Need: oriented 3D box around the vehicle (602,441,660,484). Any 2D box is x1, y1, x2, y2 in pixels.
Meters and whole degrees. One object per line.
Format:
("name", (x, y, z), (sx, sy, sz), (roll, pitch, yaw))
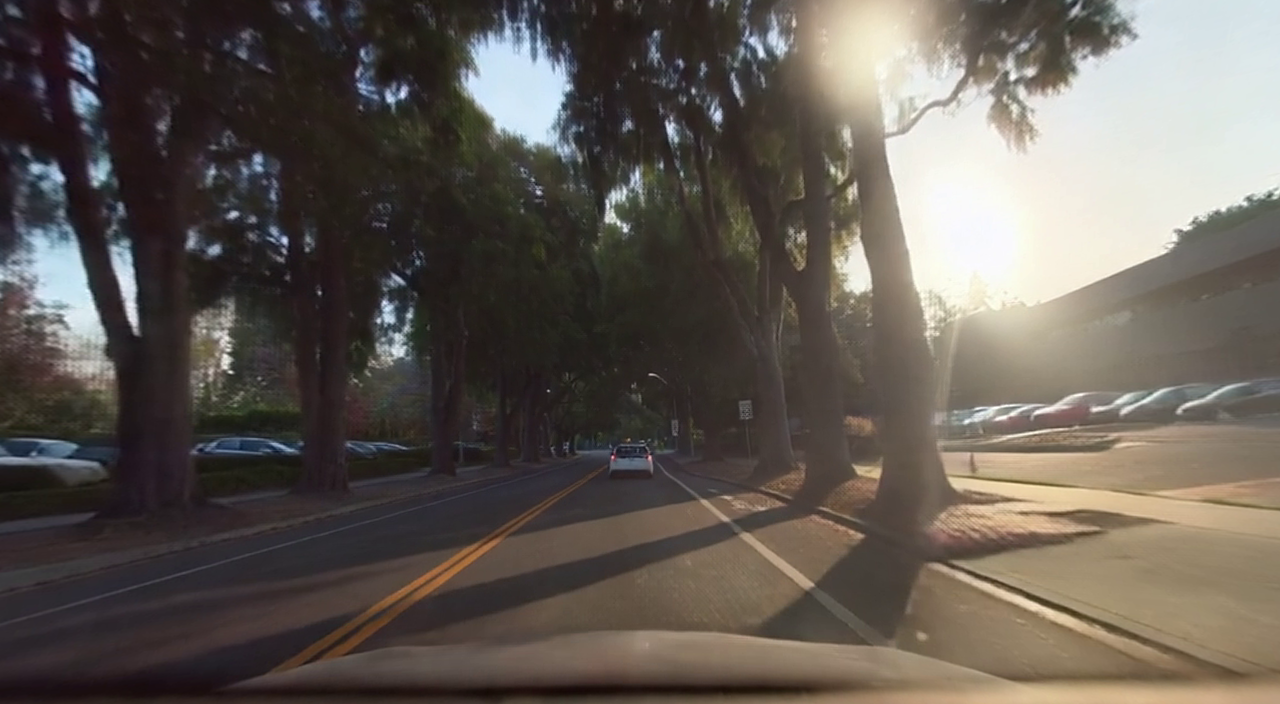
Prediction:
("vehicle", (-0.358, 4.462, 25.807), (2.152, 1.574, 4.223), (-1, -8, -1))
